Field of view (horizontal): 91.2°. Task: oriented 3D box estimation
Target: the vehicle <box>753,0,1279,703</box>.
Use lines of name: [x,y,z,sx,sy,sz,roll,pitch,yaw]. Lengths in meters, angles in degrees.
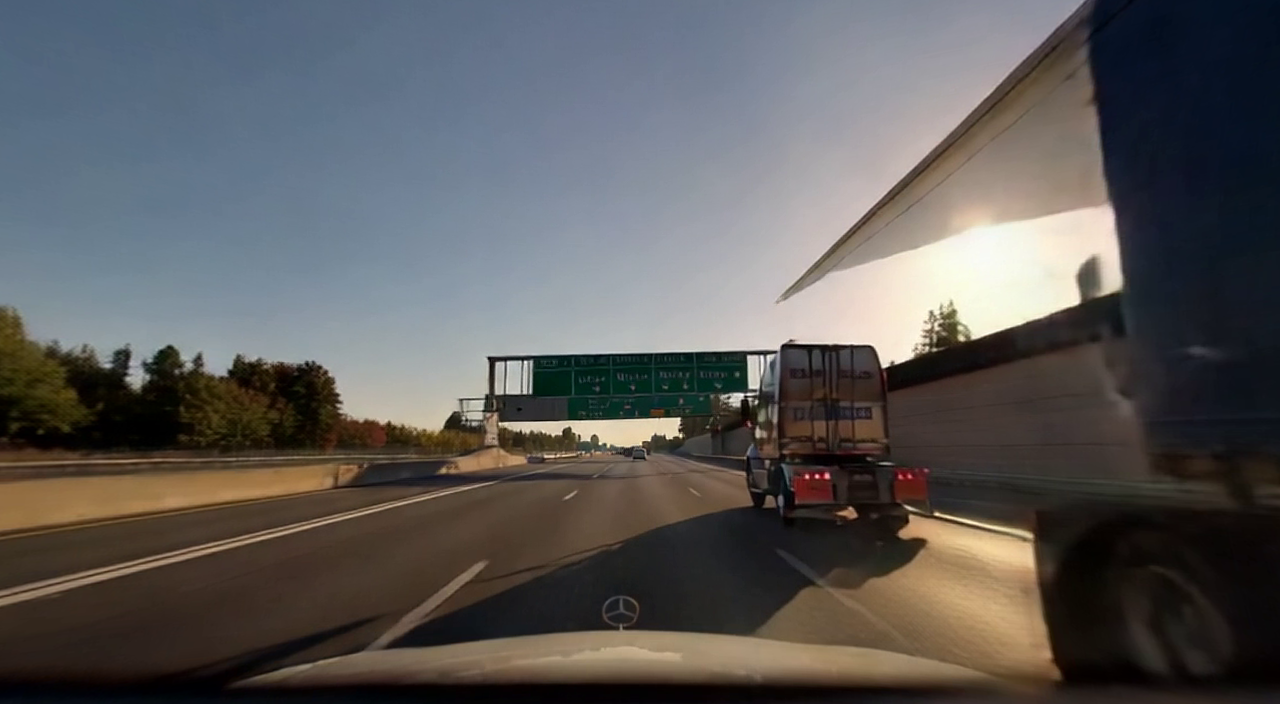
vehicle: [3.990,0.607,7.989,3.027,3.989,10.585,0,-9,0]
